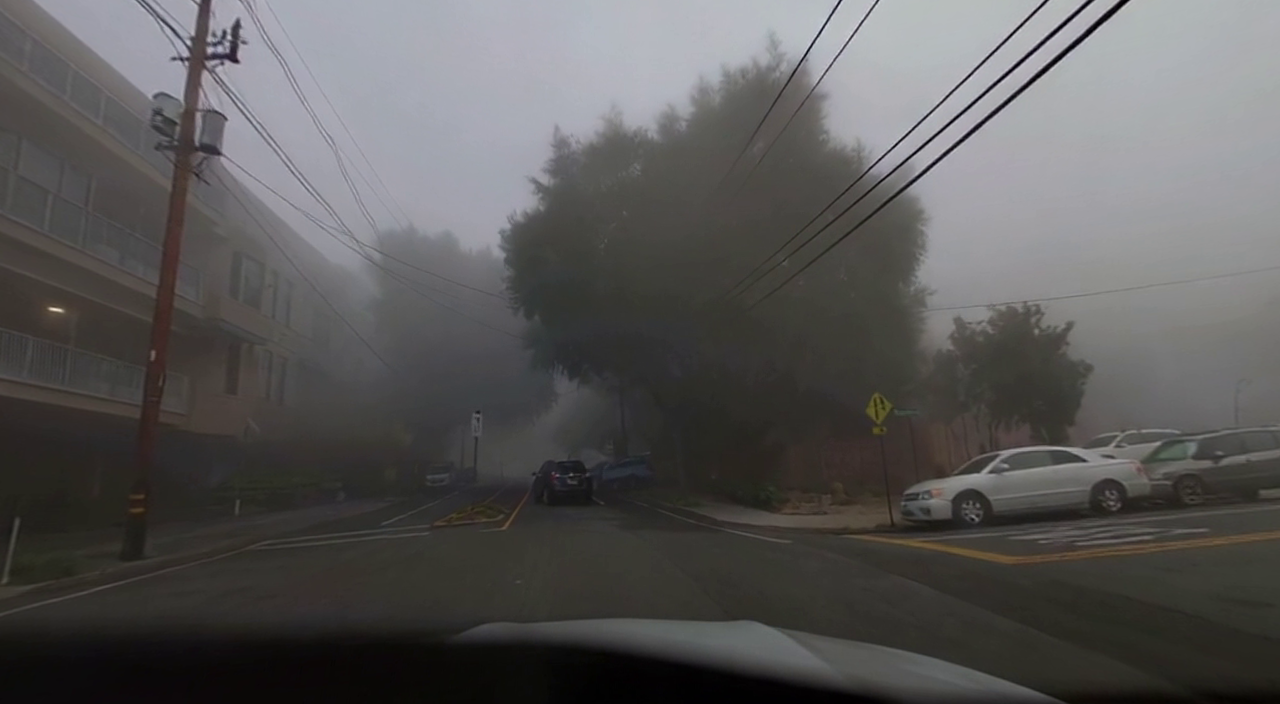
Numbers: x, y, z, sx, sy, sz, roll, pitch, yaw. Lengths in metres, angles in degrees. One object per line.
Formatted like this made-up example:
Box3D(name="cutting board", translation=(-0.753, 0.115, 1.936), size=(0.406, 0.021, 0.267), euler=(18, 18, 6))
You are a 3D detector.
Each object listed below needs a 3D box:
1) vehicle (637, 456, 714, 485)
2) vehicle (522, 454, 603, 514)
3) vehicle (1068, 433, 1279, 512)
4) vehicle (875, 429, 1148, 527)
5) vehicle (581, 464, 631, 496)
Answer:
Box3D(name="vehicle", translation=(2.203, 7.427, 39.636), size=(4.424, 1.645, 1.820), euler=(1, -10, -12))
Box3D(name="vehicle", translation=(-2.962, 4.745, 23.246), size=(2.155, 1.872, 4.790), euler=(2, -9, -16))
Box3D(name="vehicle", translation=(13.177, 2.830, 15.028), size=(4.830, 1.490, 1.878), euler=(-2, -12, -11))
Box3D(name="vehicle", translation=(8.055, 2.774, 13.942), size=(4.877, 1.755, 1.918), euler=(-1, -13, -10))
Box3D(name="vehicle", translation=(-1.833, 6.669, 33.196), size=(1.918, 1.475, 4.060), euler=(2, -10, -13))
